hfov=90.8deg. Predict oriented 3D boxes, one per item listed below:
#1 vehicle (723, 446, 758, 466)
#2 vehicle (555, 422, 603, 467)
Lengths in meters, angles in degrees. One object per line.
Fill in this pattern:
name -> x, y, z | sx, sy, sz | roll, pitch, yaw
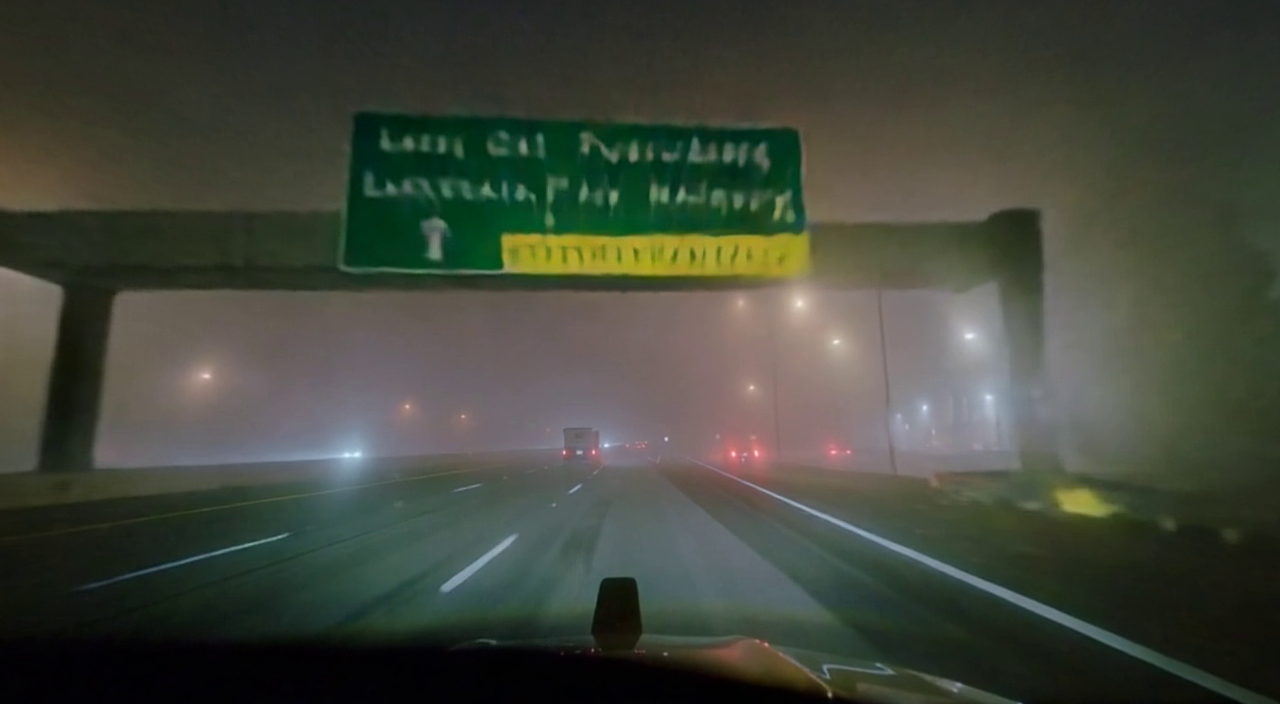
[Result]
vehicle -> 7.713, 8.013, 48.932 | 2.035, 1.491, 4.246 | 0, -9, 1
vehicle -> -4.192, 6.590, 44.974 | 2.881, 2.937, 7.045 | 0, -9, -2
